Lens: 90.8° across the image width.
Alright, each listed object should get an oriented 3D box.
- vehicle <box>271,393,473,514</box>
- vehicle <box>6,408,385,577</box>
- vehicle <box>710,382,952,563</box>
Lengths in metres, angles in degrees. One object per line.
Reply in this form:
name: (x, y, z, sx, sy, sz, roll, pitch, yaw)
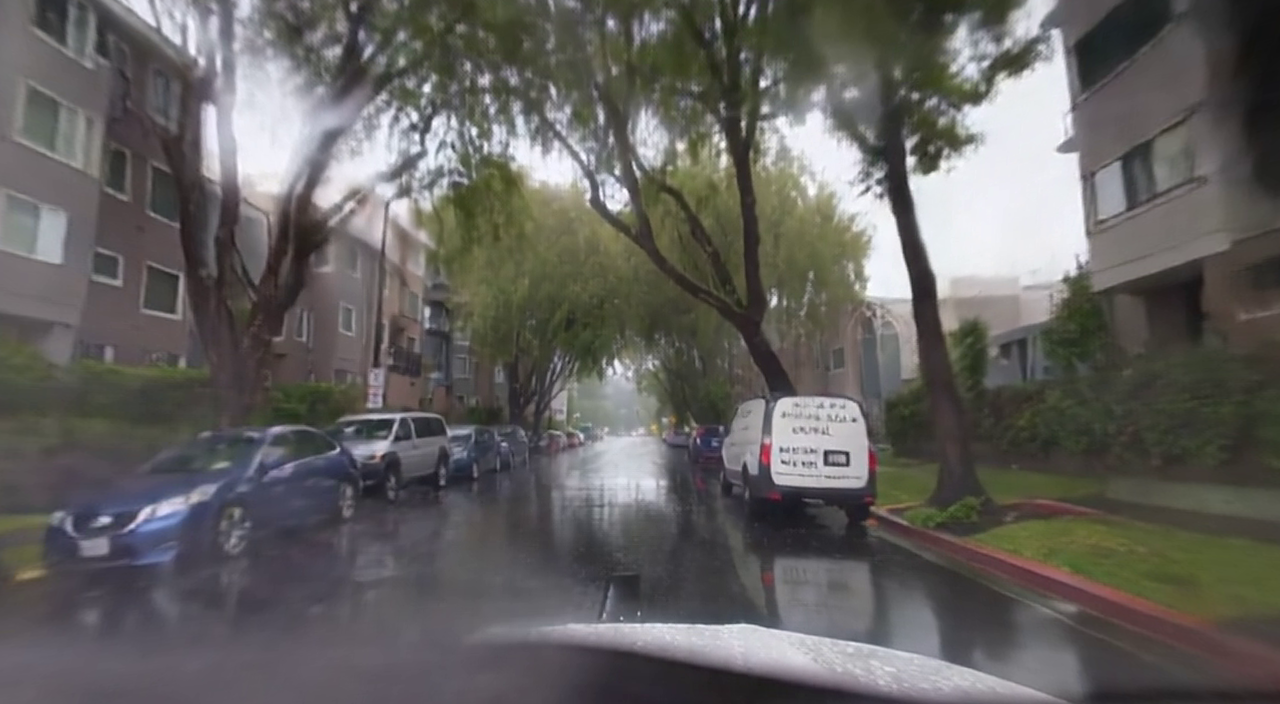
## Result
vehicle: (-5.536, 2.228, 14.171, 2.196, 2.059, 5.748, -2, -8, -2)
vehicle: (-5.539, 1.762, 8.894, 1.838, 1.725, 4.660, 0, -8, 2)
vehicle: (2.708, 1.633, 10.617, 2.259, 2.119, 5.281, 0, -1, -2)
